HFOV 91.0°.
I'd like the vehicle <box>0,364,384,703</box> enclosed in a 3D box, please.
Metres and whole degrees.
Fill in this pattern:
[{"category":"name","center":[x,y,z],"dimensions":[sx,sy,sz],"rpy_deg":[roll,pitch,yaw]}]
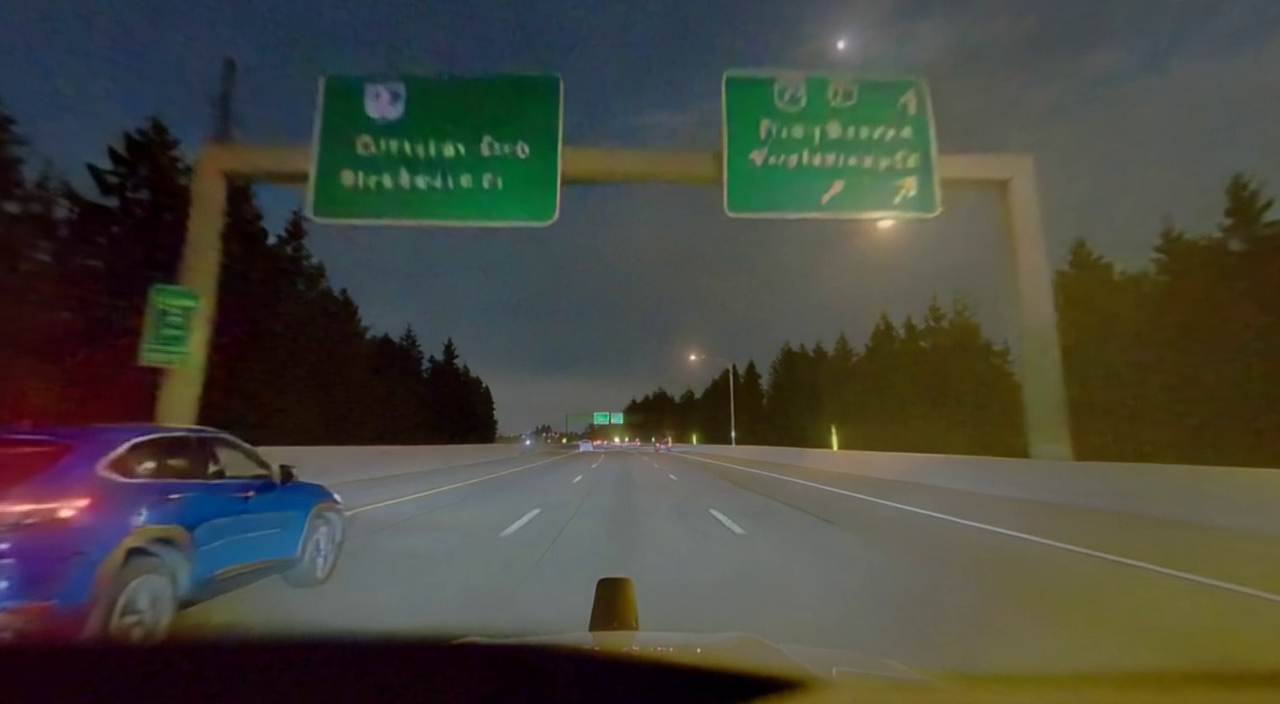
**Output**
[{"category":"vehicle","center":[-3.760,1.161,4.513],"dimensions":[2.074,1.652,4.273],"rpy_deg":[0,-8,-1]}]
